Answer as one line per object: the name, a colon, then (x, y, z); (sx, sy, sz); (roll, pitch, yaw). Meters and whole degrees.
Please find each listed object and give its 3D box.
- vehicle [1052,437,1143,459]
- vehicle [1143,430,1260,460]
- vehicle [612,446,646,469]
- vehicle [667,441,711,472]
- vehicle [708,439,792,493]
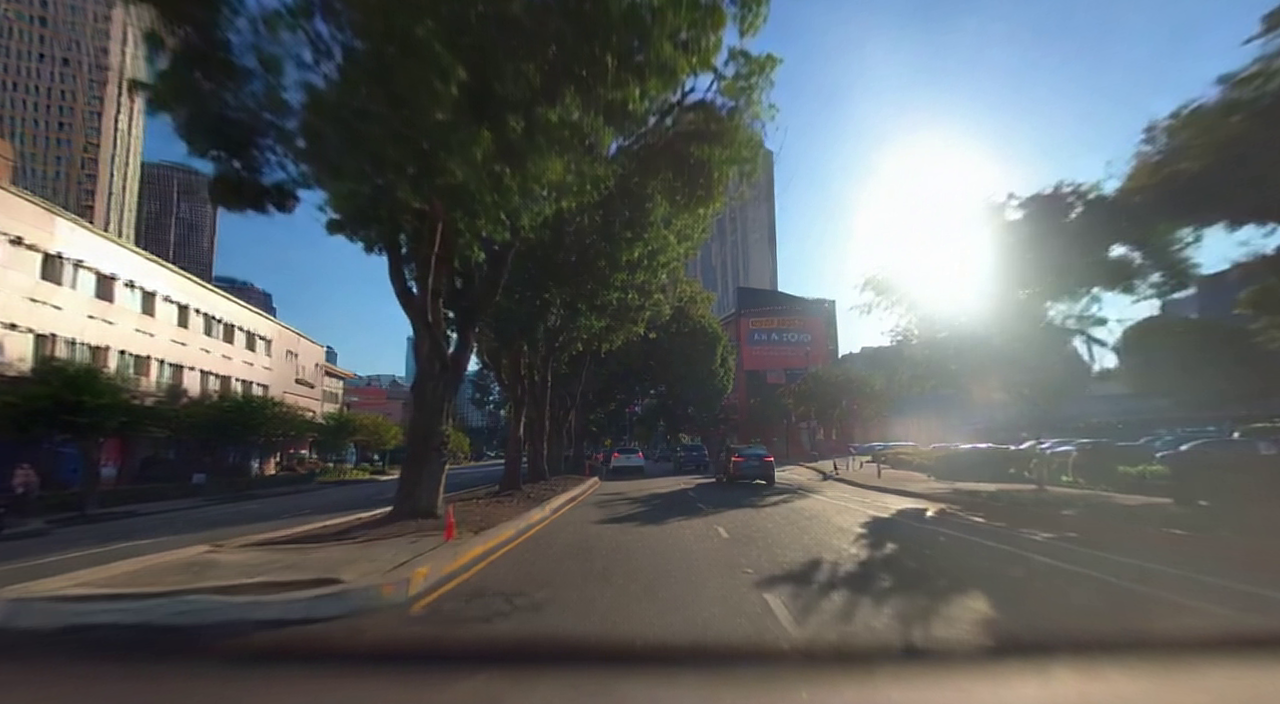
vehicle: (32.648, 6.860, 45.155); (4.860, 1.461, 2.041); (0, -9, 0)
vehicle: (32.978, 5.467, 37.224); (4.894, 1.710, 2.075); (0, -8, -1)
vehicle: (-0.806, 7.185, 43.250); (2.068, 1.512, 3.987); (0, -8, -4)
vehicle: (2.885, 6.303, 38.327); (2.046, 1.768, 4.370); (0, -9, -4)
vehicle: (3.563, 3.756, 21.196); (1.966, 1.596, 3.980); (0, -8, -2)
